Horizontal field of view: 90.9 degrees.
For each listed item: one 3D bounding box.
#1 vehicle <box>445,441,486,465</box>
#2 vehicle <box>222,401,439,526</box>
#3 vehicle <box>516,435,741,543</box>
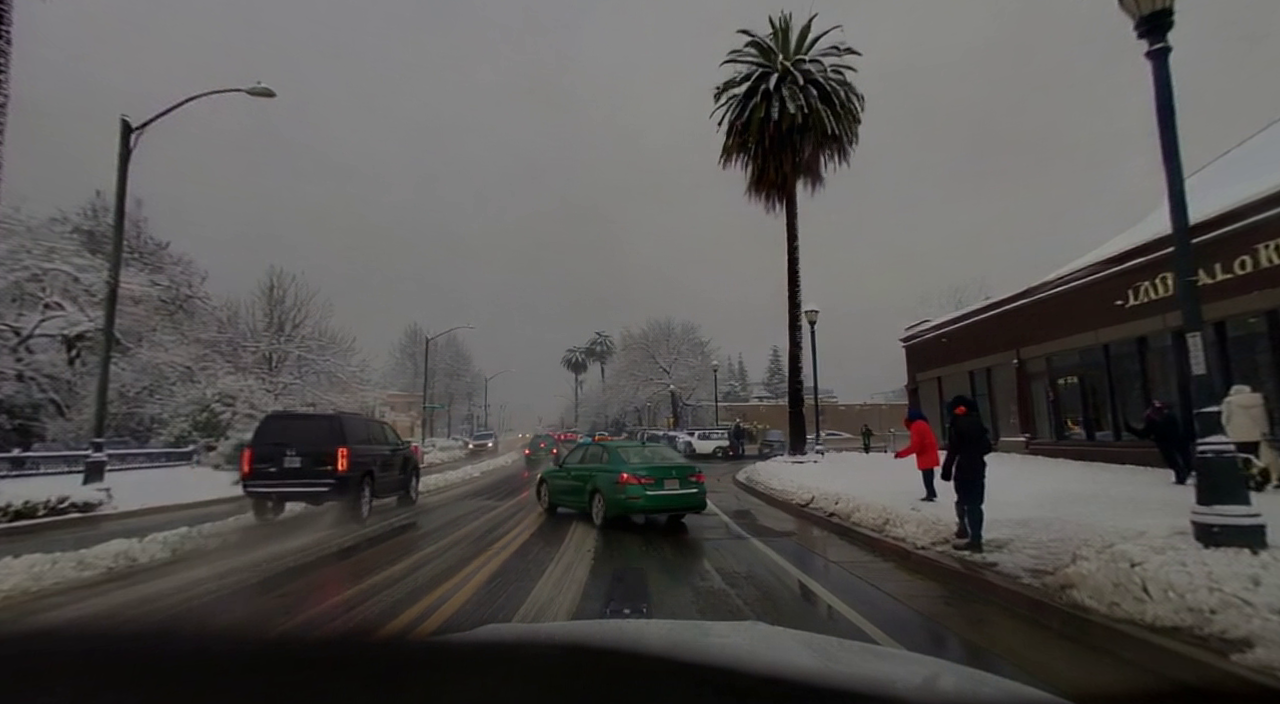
[{"bbox_3d":[-12.029,6.954,43.605,1.930,1.583,4.423,0,-9,-5],"label":"vehicle"},{"bbox_3d":[-6.026,2.261,13.277,2.164,2.047,5.455,0,-9,-5],"label":"vehicle"},{"bbox_3d":[-0.469,2.265,11.214,1.930,1.477,4.657,5,-10,-30],"label":"vehicle"}]
